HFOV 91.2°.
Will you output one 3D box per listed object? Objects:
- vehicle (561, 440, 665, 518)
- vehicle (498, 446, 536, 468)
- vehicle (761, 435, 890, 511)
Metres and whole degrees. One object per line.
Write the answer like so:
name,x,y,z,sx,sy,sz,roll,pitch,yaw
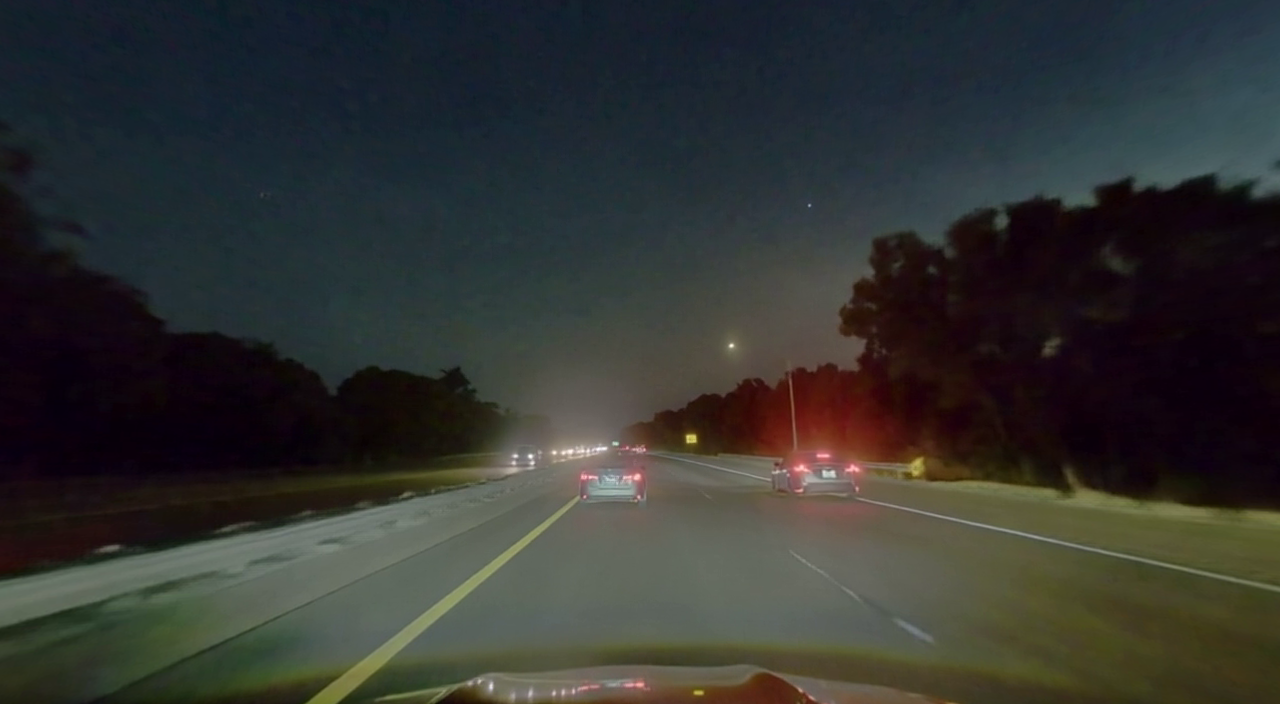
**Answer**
vehicle,-0.528,2.796,14.271,2.013,1.479,4.169,0,-9,0
vehicle,-9.046,7.745,46.440,1.927,1.496,4.600,0,-9,0
vehicle,4.254,2.836,15.053,1.910,1.554,3.718,0,-9,0
